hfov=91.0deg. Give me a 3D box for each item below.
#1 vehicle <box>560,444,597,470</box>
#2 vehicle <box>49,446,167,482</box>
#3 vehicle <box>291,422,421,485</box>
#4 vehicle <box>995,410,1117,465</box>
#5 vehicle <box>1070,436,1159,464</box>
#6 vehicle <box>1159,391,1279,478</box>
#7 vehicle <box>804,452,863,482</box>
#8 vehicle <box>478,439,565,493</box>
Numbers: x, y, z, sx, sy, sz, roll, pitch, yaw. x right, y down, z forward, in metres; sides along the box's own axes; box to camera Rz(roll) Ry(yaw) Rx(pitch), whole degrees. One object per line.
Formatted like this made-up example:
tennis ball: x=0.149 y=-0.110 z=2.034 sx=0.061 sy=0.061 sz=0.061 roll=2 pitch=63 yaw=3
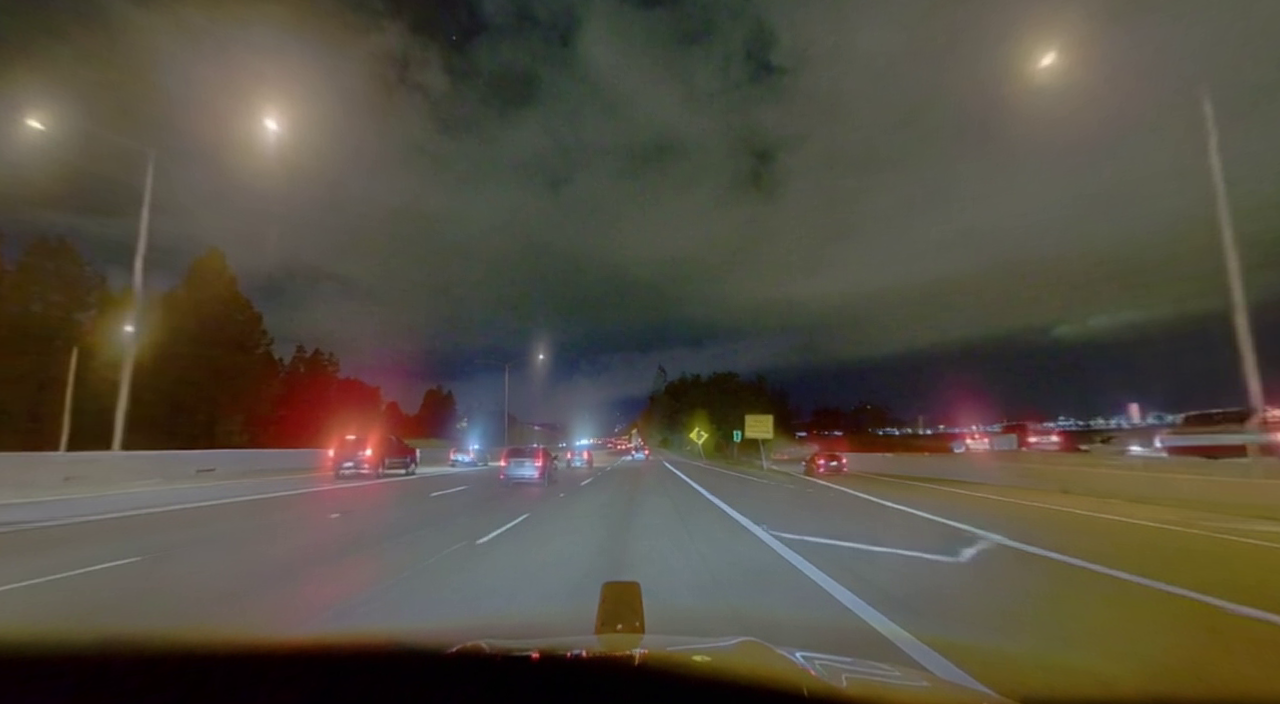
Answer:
vehicle: x=-4.552 y=7.811 z=47.049 sx=2.107 sy=1.787 sz=4.685 roll=0 pitch=-9 yaw=2
vehicle: x=-24.063 y=5.067 z=28.705 sx=1.923 sy=1.489 sz=3.913 roll=0 pitch=-9 yaw=0
vehicle: x=-11.126 y=4.059 z=25.319 sx=2.442 sy=2.191 sz=5.760 roll=0 pitch=-9 yaw=1
vehicle: x=31.595 y=6.676 z=48.606 sx=3.997 sy=3.685 sz=10.600 roll=-4 pitch=-9 yaw=12
vehicle: x=30.140 y=6.263 z=40.283 sx=2.249 sy=1.641 sz=5.568 roll=-2 pitch=-9 yaw=11
vehicle: x=27.869 y=3.679 z=27.722 sx=3.151 sy=3.473 sz=9.484 roll=0 pitch=-8 yaw=9
vehicle: x=10.678 y=6.361 z=35.121 sx=2.153 sy=1.510 sz=4.646 roll=-1 pitch=-9 yaw=5
vehicle: x=-4.097 y=4.022 z=22.588 sx=2.132 sy=1.708 sz=4.571 roll=0 pitch=-9 yaw=1
